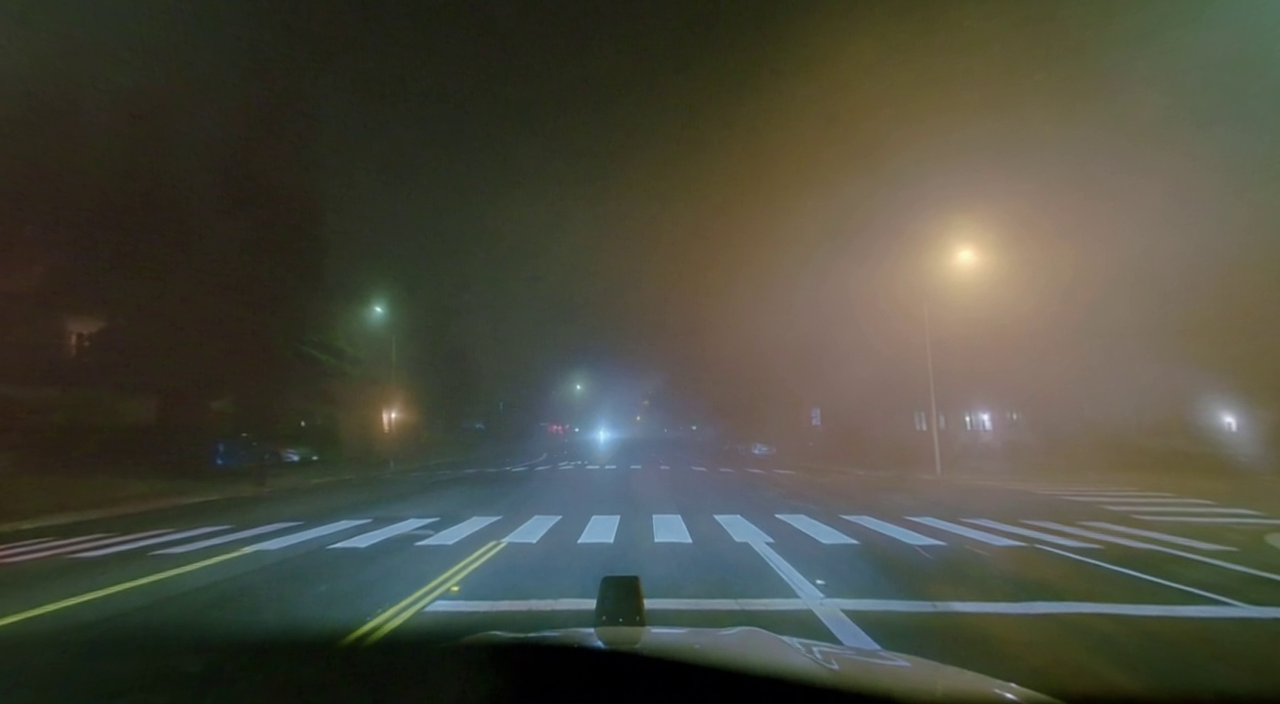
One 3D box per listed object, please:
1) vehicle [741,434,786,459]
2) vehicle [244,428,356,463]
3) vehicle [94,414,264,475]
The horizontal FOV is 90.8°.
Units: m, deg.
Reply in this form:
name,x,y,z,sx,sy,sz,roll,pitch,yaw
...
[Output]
name,x,y,z,sx,sy,sz,roll,pitch,yaw
vehicle,7.996,6.167,41.273,2.029,1.554,4.705,0,-9,1
vehicle,-17.961,4.950,33.496,4.743,1.734,1.994,0,-9,0
vehicle,-17.939,3.622,24.814,4.800,2.259,2.303,0,-9,0
